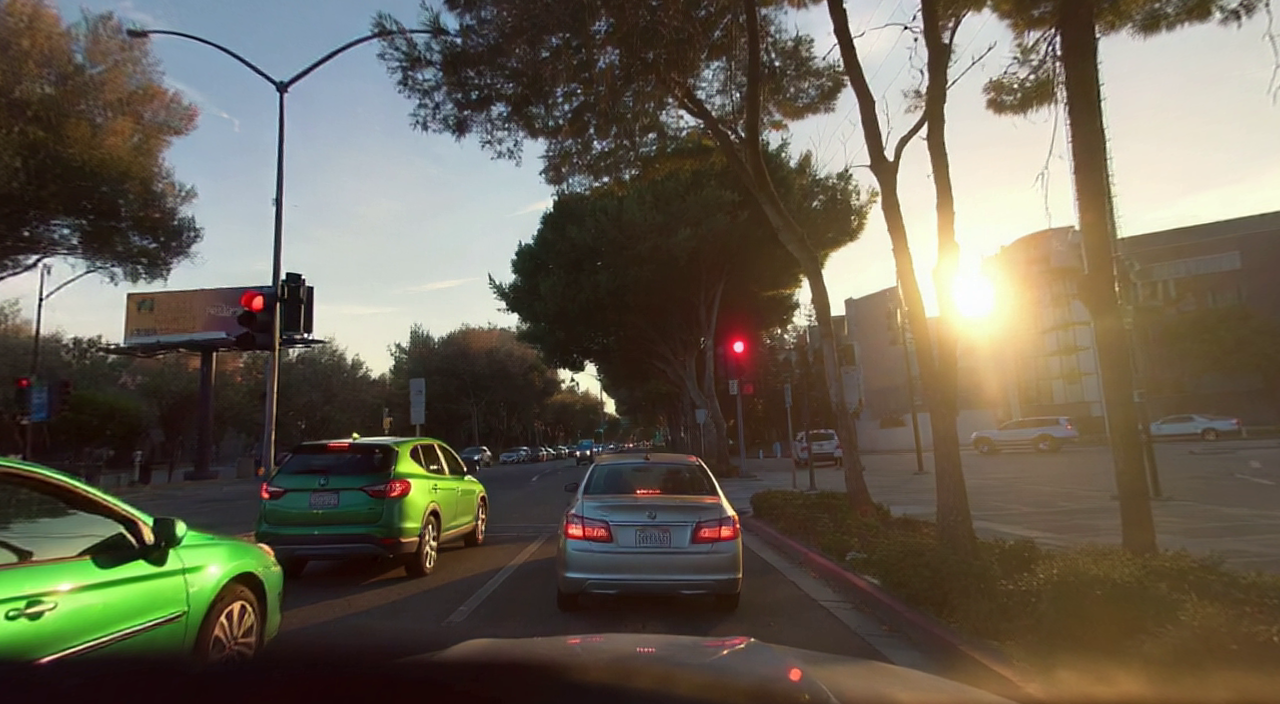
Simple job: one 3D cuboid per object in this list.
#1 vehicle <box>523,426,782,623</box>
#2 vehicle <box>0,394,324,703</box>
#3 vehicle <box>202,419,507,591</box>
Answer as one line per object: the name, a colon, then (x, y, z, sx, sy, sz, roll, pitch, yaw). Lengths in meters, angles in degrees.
vehicle: (0.027, 1.591, 6.633, 1.977, 1.467, 3.474, 0, -9, -2)
vehicle: (-3.149, 0.952, 2.418, 1.808, 1.520, 3.846, -1, -9, 1)
vehicle: (-3.176, 1.785, 8.142, 1.950, 1.628, 4.082, -1, -9, 1)
